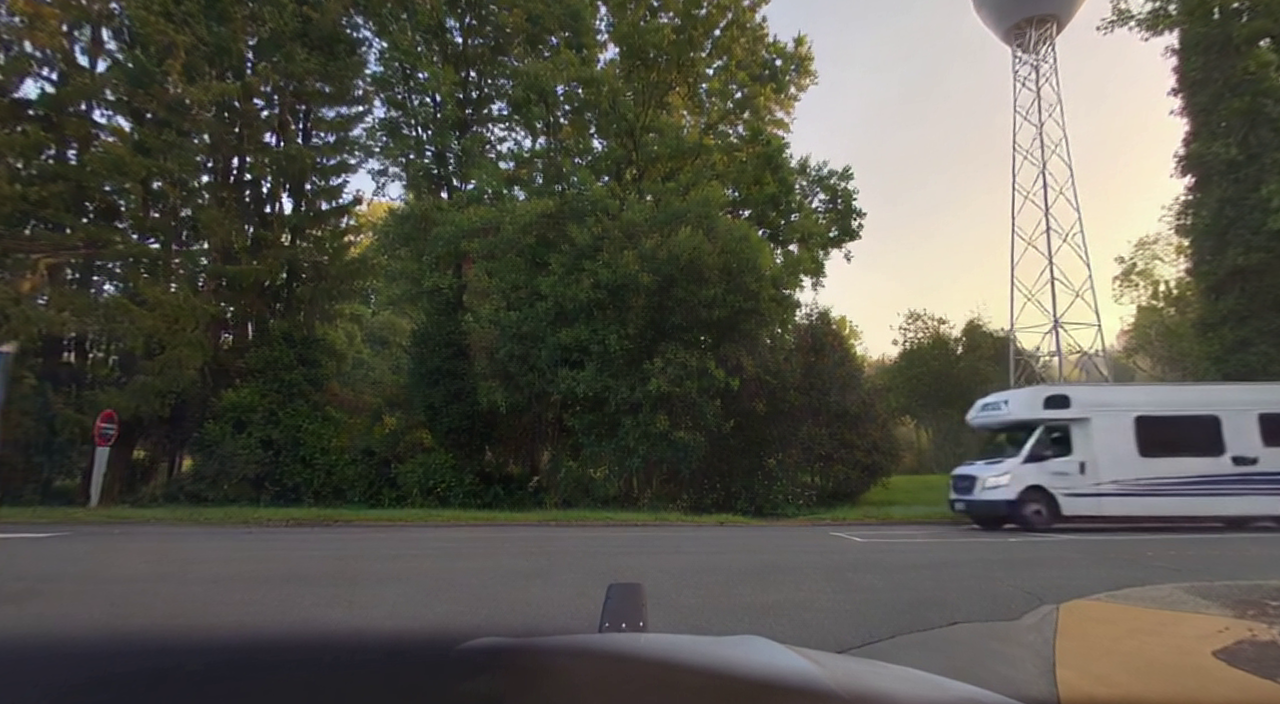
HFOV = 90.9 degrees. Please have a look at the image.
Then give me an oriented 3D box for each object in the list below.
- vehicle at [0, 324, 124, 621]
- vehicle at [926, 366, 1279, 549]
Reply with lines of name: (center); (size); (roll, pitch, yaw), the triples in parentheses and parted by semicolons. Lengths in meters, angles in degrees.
vehicle: (-7.472, 0.792, 3.970); (2.247, 2.424, 5.923); (-6, -11, 33)
vehicle: (10.561, 2.082, 12.753); (8.152, 3.185, 2.776); (0, -9, -3)
